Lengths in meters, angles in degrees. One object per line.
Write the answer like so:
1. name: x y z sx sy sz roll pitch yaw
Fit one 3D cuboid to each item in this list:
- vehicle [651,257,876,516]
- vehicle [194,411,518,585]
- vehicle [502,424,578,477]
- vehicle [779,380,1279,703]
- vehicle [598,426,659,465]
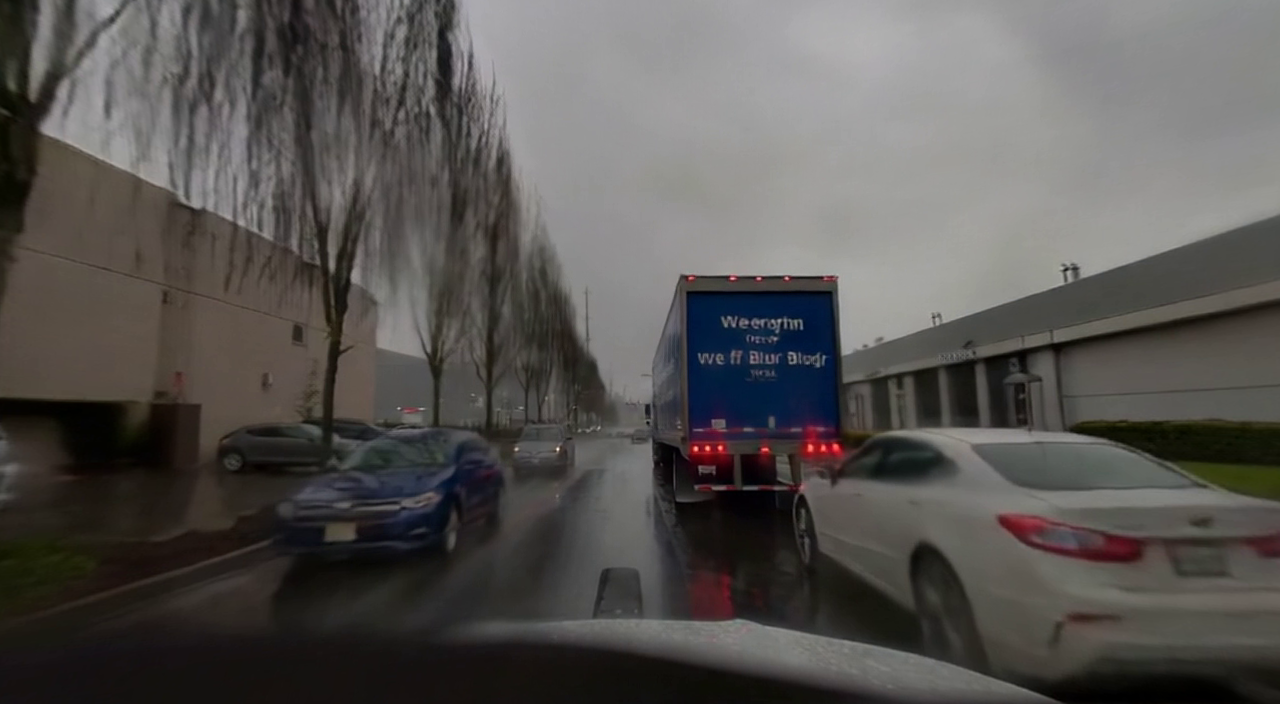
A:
1. vehicle: 2.042 1.462 17.175 2.865 4.113 14.471 0 -8 -1
2. vehicle: -2.910 1.579 7.742 2.033 1.508 4.298 0 -8 -1
3. vehicle: -3.039 3.059 19.863 1.780 1.488 4.043 0 -8 -1
4. vehicle: 2.387 1.126 4.404 1.866 1.531 3.579 0 -8 -2
5. vehicle: -0.390 3.909 26.405 2.160 1.498 3.909 -1 -8 5
